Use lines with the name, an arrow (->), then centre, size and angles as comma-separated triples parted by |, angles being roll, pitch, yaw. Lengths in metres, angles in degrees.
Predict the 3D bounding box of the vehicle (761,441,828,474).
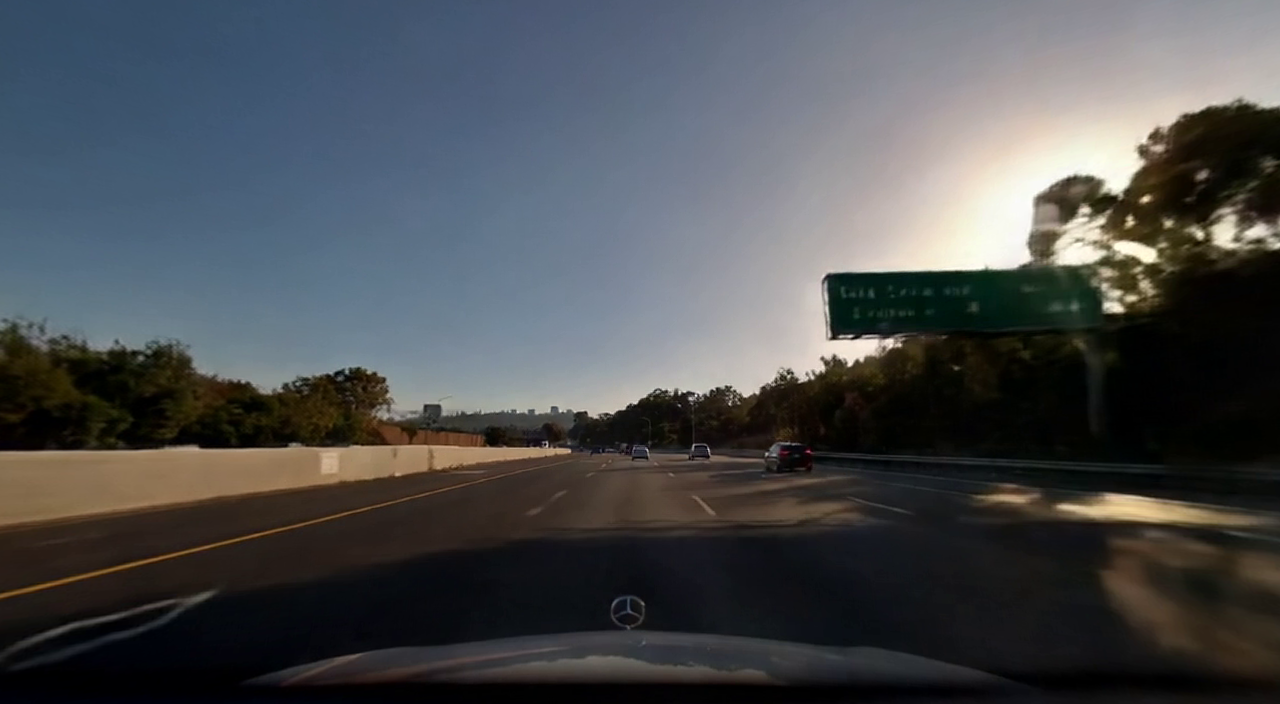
vehicle -> 7.657, 5.281, 31.784 | 2.031, 1.524, 4.657 | 0, -8, -2

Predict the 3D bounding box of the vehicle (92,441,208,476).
vehicle -> -22.250, 4.832, 28.881 | 1.815, 1.450, 4.401 | 0, -8, -1
